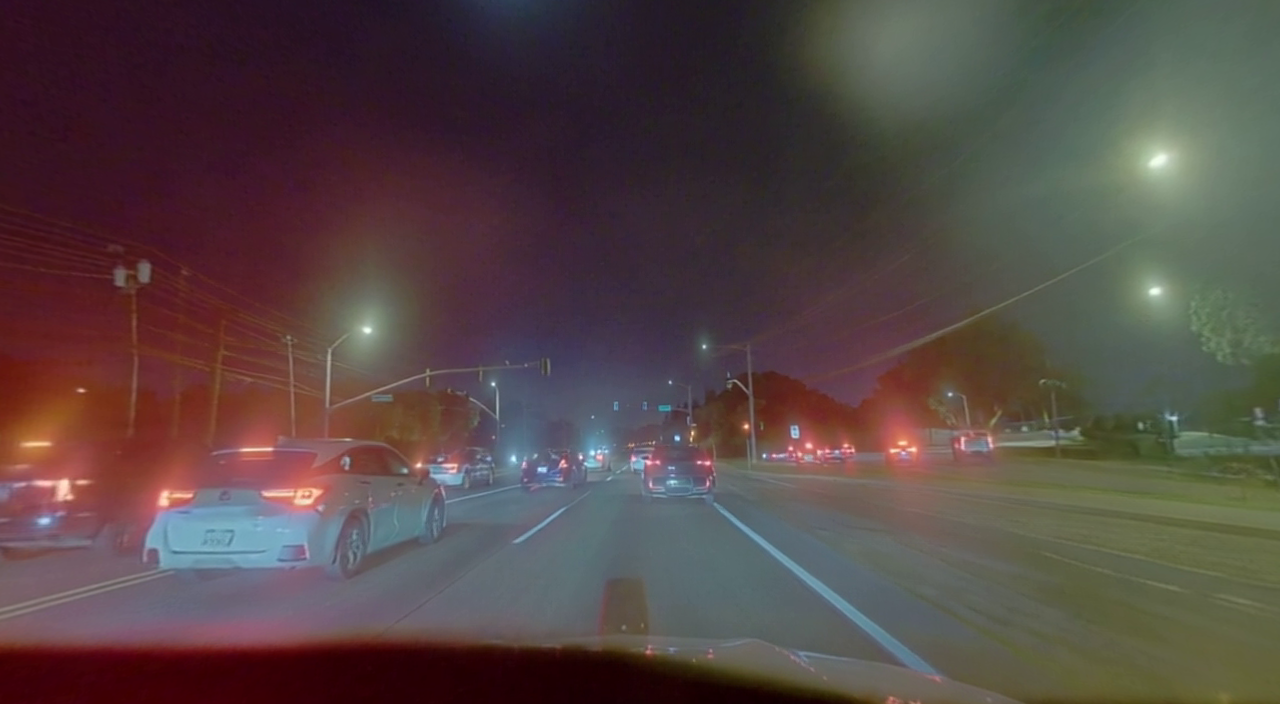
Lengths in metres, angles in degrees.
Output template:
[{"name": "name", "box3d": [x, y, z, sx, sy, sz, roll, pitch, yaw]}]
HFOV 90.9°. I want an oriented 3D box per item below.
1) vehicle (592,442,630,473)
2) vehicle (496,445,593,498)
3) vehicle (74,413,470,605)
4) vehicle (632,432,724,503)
[{"name": "vehicle", "box3d": [-1.672, 6.338, 37.985, 1.788, 1.773, 3.731, -1, -9, 5]}, {"name": "vehicle", "box3d": [-2.814, 3.632, 19.627, 2.105, 1.436, 4.311, -1, -9, 4]}, {"name": "vehicle", "box3d": [-3.766, 1.682, 7.681, 2.018, 1.621, 4.441, 0, -9, 2]}, {"name": "vehicle", "box3d": [0.986, 3.085, 17.203, 2.205, 1.691, 3.937, -1, -9, 2]}]
